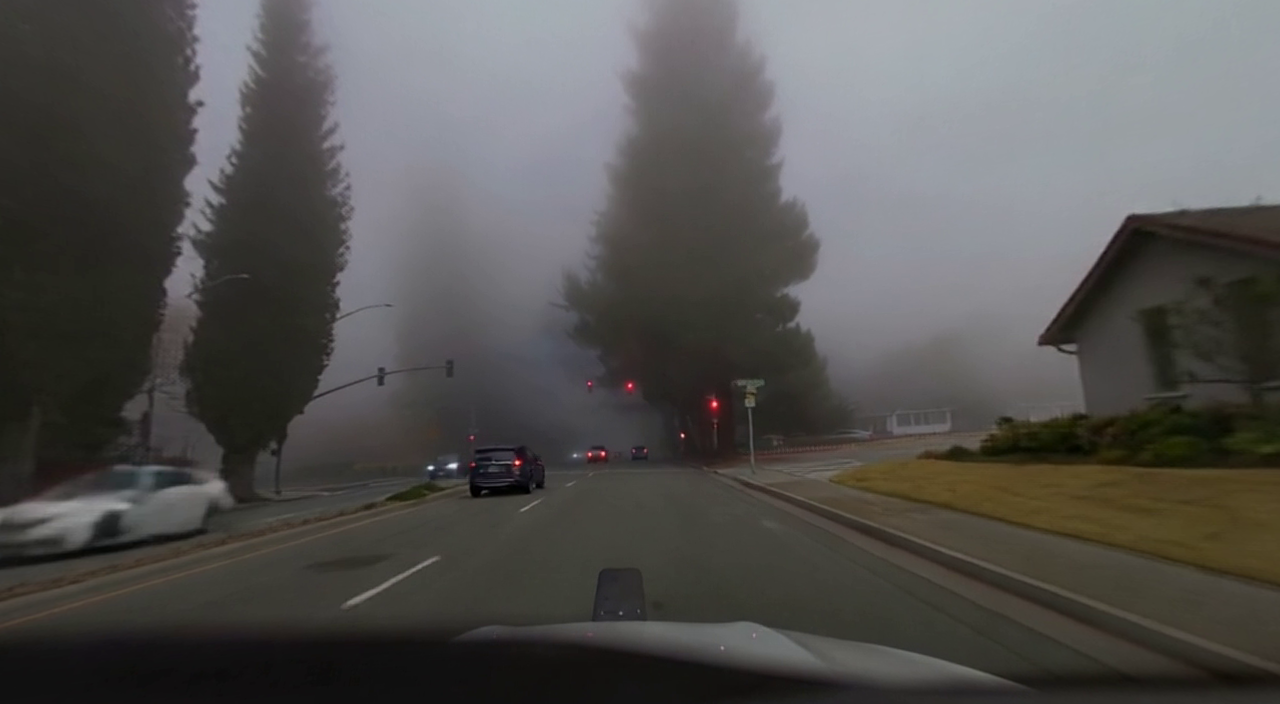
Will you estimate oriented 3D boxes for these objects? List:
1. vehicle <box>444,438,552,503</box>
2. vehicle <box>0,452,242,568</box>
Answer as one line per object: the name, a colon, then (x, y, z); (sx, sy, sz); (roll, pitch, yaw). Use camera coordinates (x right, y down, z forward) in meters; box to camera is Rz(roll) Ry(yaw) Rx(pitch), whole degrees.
vehicle: (-4.148, 3.539, 19.395); (2.169, 1.706, 4.638); (0, -8, 1)
vehicle: (-10.761, 2.955, 12.719); (2.149, 1.802, 5.007); (-1, -9, 1)
